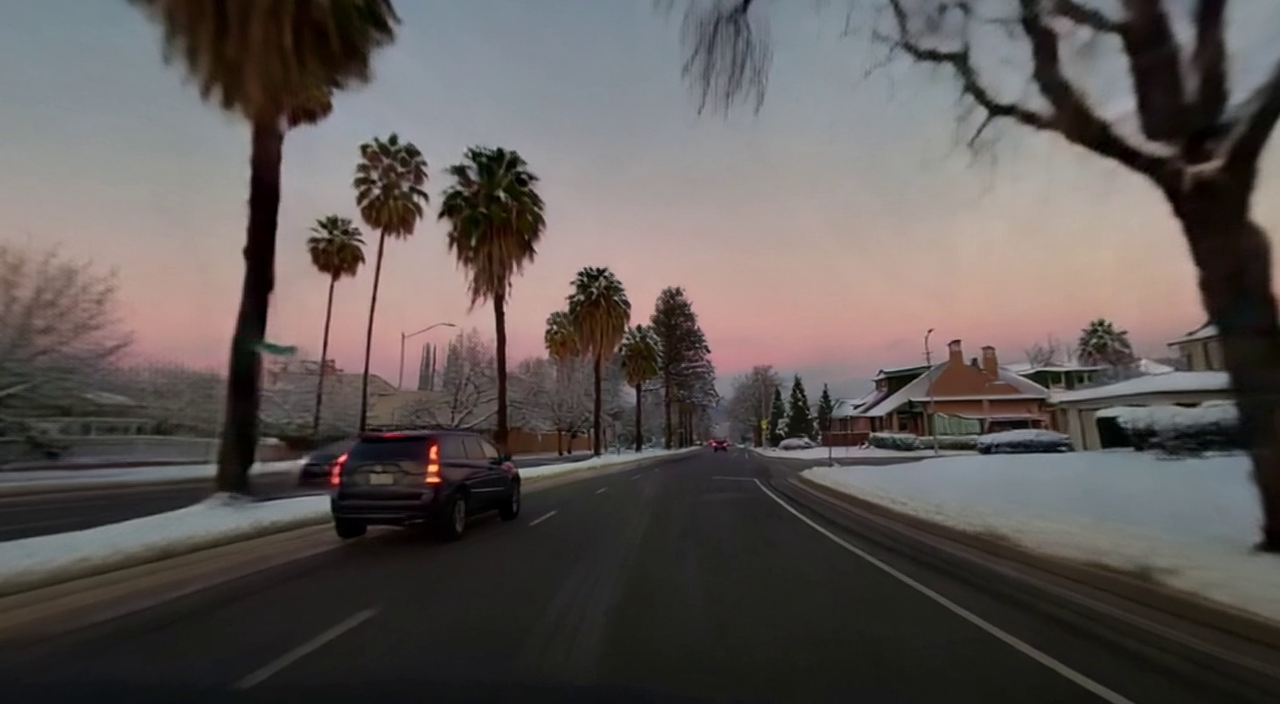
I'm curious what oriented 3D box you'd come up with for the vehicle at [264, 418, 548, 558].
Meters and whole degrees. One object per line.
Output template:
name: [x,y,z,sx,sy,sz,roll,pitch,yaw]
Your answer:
vehicle: [-2.932,1.850,9.325,2.075,1.498,4.730,-1,-9,5]
